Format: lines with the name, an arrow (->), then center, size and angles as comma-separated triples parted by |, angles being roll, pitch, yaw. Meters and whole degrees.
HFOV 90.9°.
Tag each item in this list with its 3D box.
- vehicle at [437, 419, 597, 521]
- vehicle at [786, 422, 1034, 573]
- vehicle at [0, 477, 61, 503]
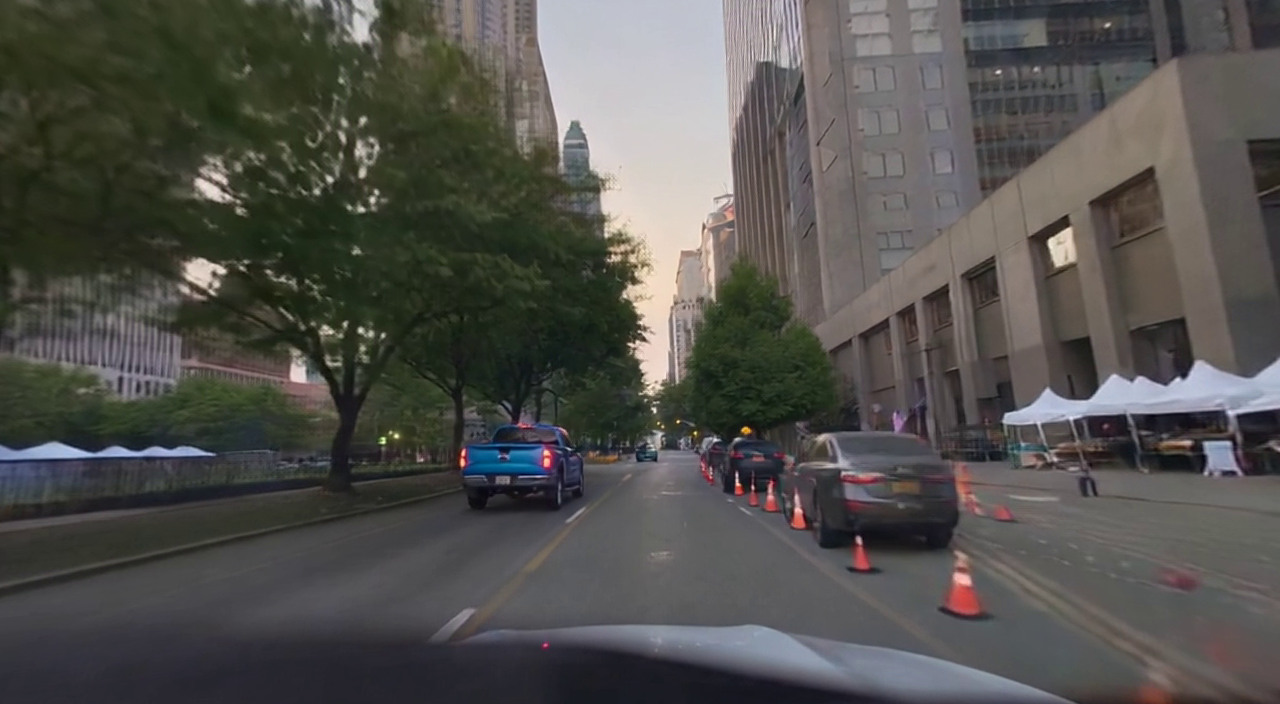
vehicle -> -2.589, 2.719, 15.145 | 2.452, 1.954, 5.653 | -1, -9, 3
vehicle -> 3.417, 1.907, 9.035 | 2.023, 1.607, 4.225 | -1, -9, 6
vehicle -> -46.983, 10.440, 47.936 | 1.813, 1.628, 4.573 | 1, -9, -6
